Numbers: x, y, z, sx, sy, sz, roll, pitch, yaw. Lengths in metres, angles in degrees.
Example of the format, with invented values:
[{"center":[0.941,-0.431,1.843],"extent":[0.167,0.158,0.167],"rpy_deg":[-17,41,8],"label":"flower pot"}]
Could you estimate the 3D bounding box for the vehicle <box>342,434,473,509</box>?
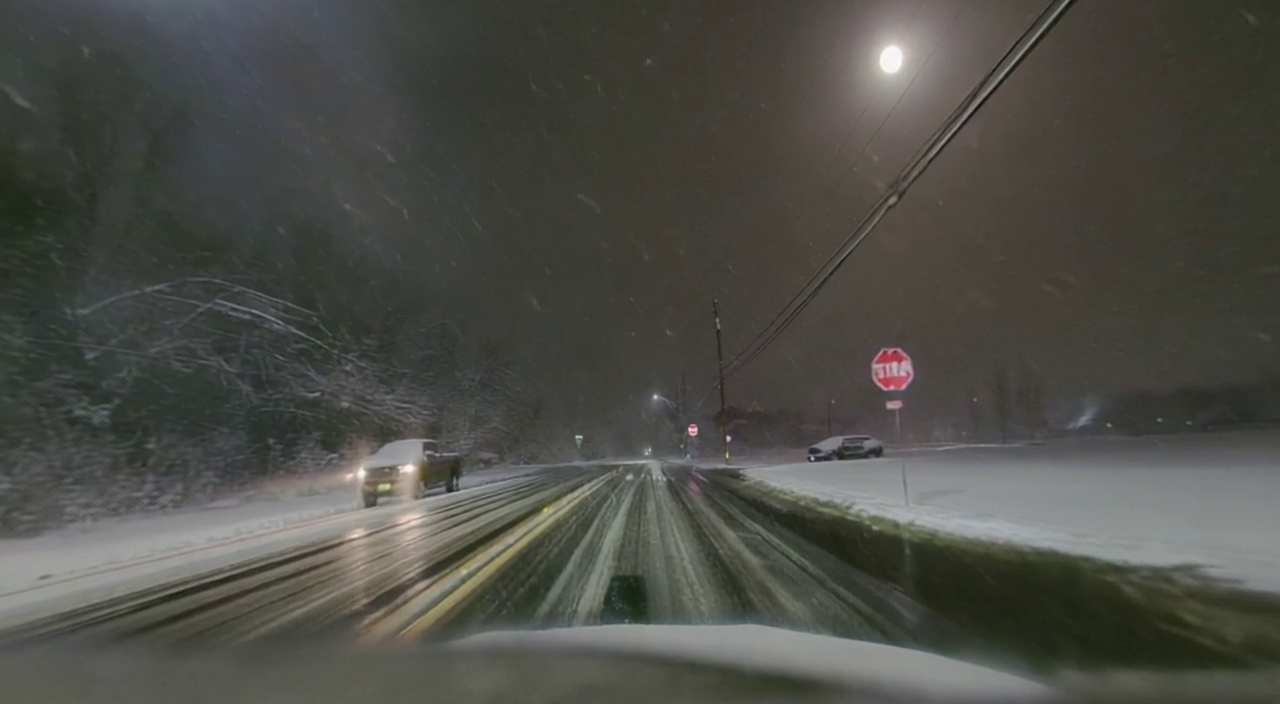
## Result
[{"center":[-6.333,3.344,17.831],"extent":[1.992,1.797,4.372],"rpy_deg":[-2,-10,1],"label":"vehicle"}]
